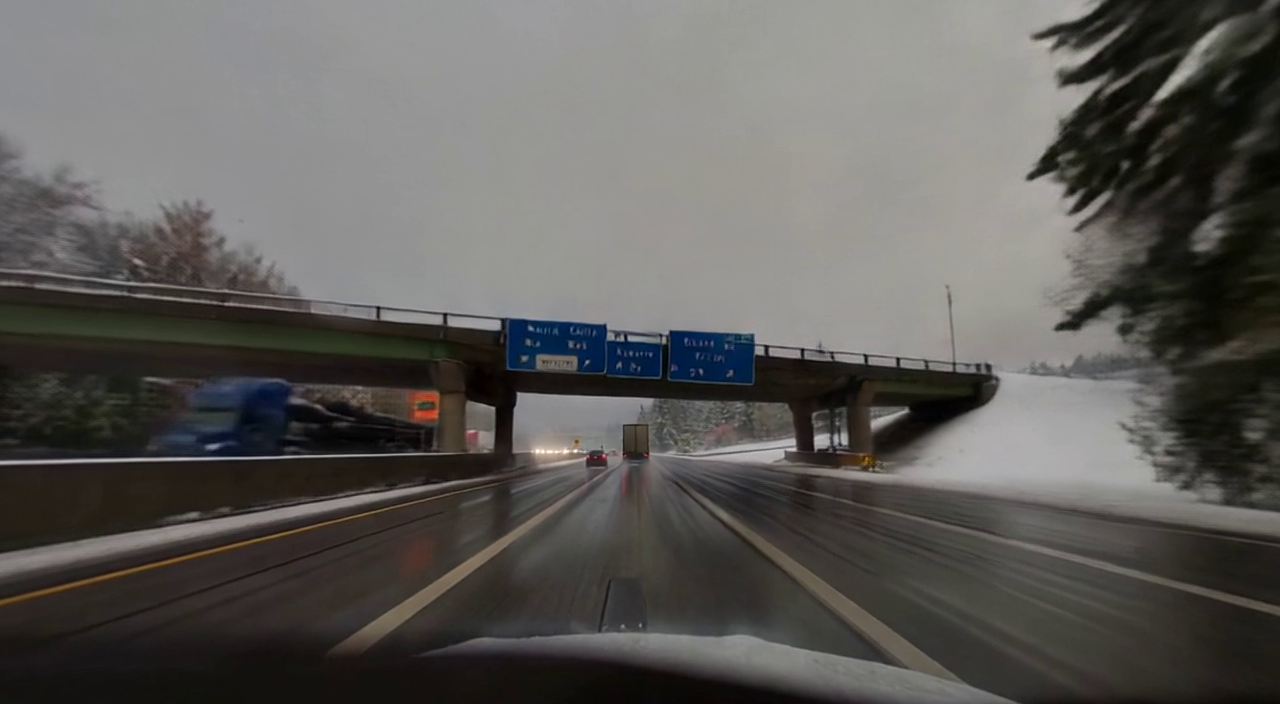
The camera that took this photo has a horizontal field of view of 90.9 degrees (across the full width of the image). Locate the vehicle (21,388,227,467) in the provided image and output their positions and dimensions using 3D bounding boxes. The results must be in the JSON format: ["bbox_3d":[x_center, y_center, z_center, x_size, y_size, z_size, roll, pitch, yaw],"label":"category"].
[{"bbox_3d":[-23.633,3.675,29.682,2.756,3.192,8.021,0,-9,0],"label":"vehicle"}]

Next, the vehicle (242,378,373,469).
[{"bbox_3d":[-15.797,3.579,30.528,2.938,3.932,5.905,0,-9,0],"label":"vehicle"}]
